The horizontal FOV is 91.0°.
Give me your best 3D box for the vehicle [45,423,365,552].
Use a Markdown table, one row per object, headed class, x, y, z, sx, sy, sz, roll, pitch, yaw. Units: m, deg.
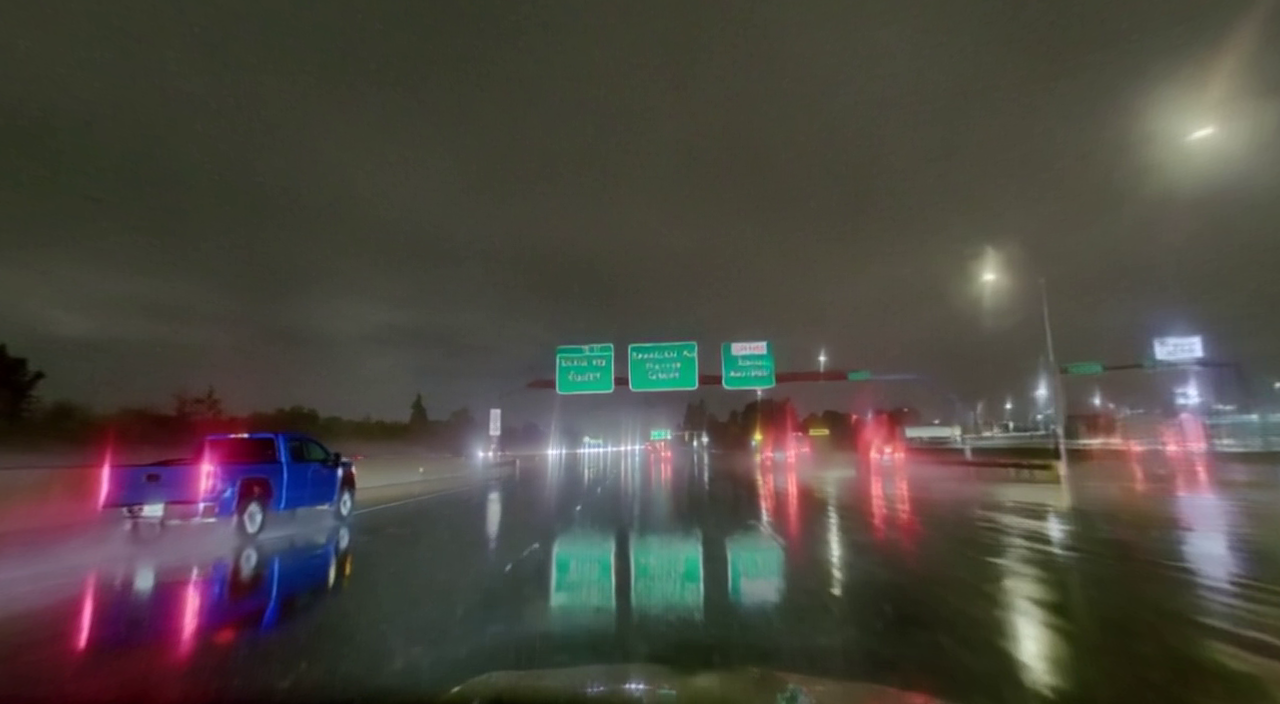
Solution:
| class | x | y | z | sx | sy | sz | roll | pitch | yaw |
| --- | --- | --- | --- | --- | --- | --- | --- | --- | --- |
| vehicle | -6.976 | 2.213 | 10.993 | 2.168 | 1.729 | 4.724 | 0 | -9 | 0 |
